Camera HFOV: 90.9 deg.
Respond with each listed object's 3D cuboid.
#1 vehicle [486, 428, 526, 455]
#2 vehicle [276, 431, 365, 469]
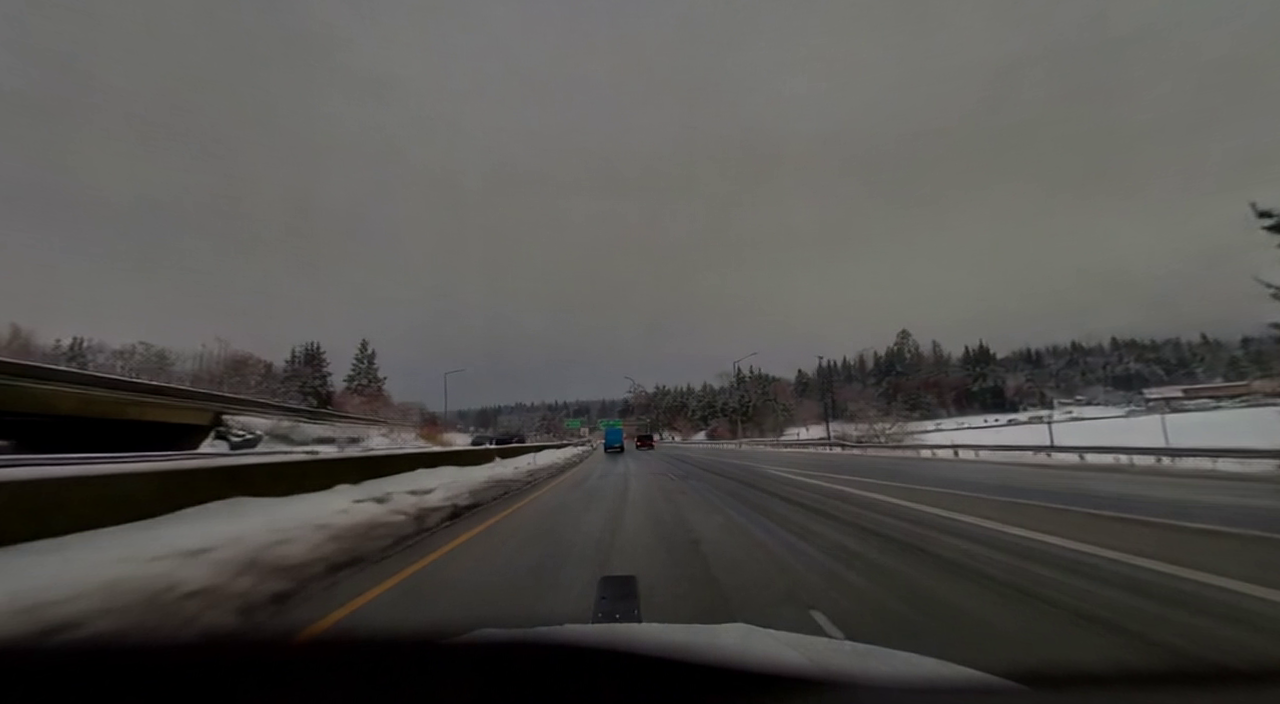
[{"bbox_3d":[-10.281,6.917,48.702,2.106,1.901,5.107,0,-8,-2],"label":"vehicle"},{"bbox_3d":[-13.522,4.146,26.885,1.855,1.496,3.746,0,-8,-1],"label":"vehicle"}]
